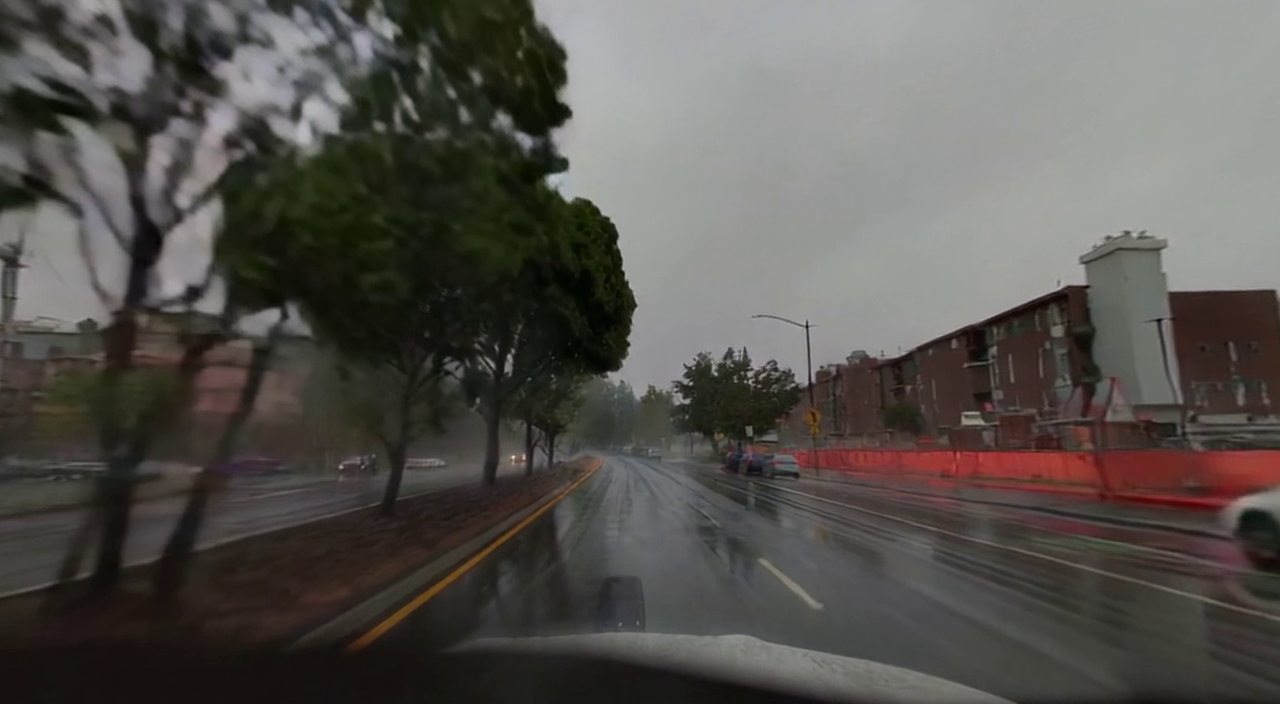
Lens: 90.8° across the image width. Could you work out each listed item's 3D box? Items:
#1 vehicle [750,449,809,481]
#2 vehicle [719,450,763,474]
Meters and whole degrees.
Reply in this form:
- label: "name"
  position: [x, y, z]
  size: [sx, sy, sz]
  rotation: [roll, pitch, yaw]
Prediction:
- label: "vehicle"
  position: [7.715, 6.265, 35.356]
  size: [1.974, 1.472, 4.654]
  rotation: [4, -9, -3]
- label: "vehicle"
  position: [7.412, 8.111, 46.862]
  size: [1.977, 1.540, 4.307]
  rotation: [5, -9, -8]
